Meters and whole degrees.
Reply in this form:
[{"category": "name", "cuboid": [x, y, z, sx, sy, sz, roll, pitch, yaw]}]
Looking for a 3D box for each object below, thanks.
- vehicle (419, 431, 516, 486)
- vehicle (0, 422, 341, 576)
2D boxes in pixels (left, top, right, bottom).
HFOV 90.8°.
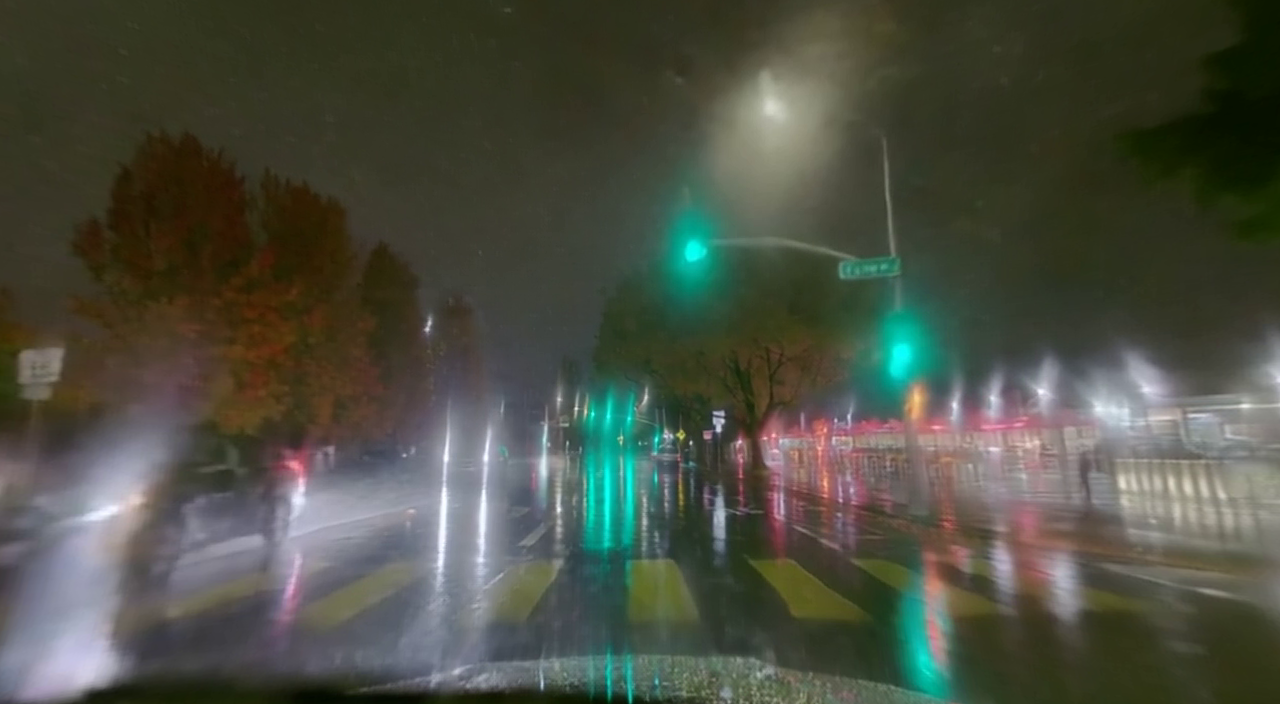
[{"category": "vehicle", "cuboid": [-6.778, 4.268, 25.559, 2.545, 1.943, 5.168, 0, -9, -1]}, {"category": "vehicle", "cuboid": [-6.350, 1.891, 8.957, 2.019, 1.596, 4.608, 0, -9, -1]}]
